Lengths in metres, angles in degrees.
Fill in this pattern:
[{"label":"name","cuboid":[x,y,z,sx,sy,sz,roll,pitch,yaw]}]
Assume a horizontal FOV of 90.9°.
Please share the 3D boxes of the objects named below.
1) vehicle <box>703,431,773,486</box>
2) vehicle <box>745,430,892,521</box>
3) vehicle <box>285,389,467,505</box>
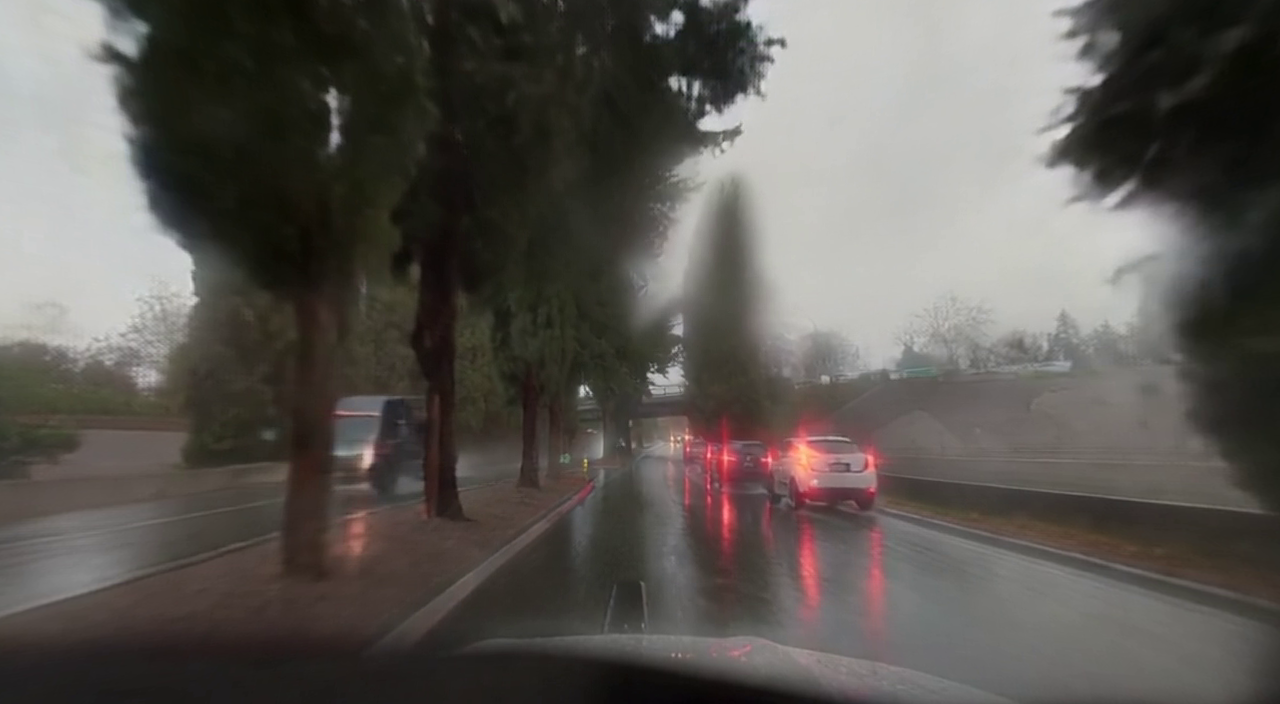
[{"label":"vehicle","cuboid":[3.671,4.094,24.471,1.985,1.895,4.496,0,-8,0]},{"label":"vehicle","cuboid":[3.744,2.659,14.124,1.972,1.682,4.397,0,-8,0]},{"label":"vehicle","cuboid":[-6.644,2.518,16.791,2.273,2.556,5.337,-1,-8,3]}]
